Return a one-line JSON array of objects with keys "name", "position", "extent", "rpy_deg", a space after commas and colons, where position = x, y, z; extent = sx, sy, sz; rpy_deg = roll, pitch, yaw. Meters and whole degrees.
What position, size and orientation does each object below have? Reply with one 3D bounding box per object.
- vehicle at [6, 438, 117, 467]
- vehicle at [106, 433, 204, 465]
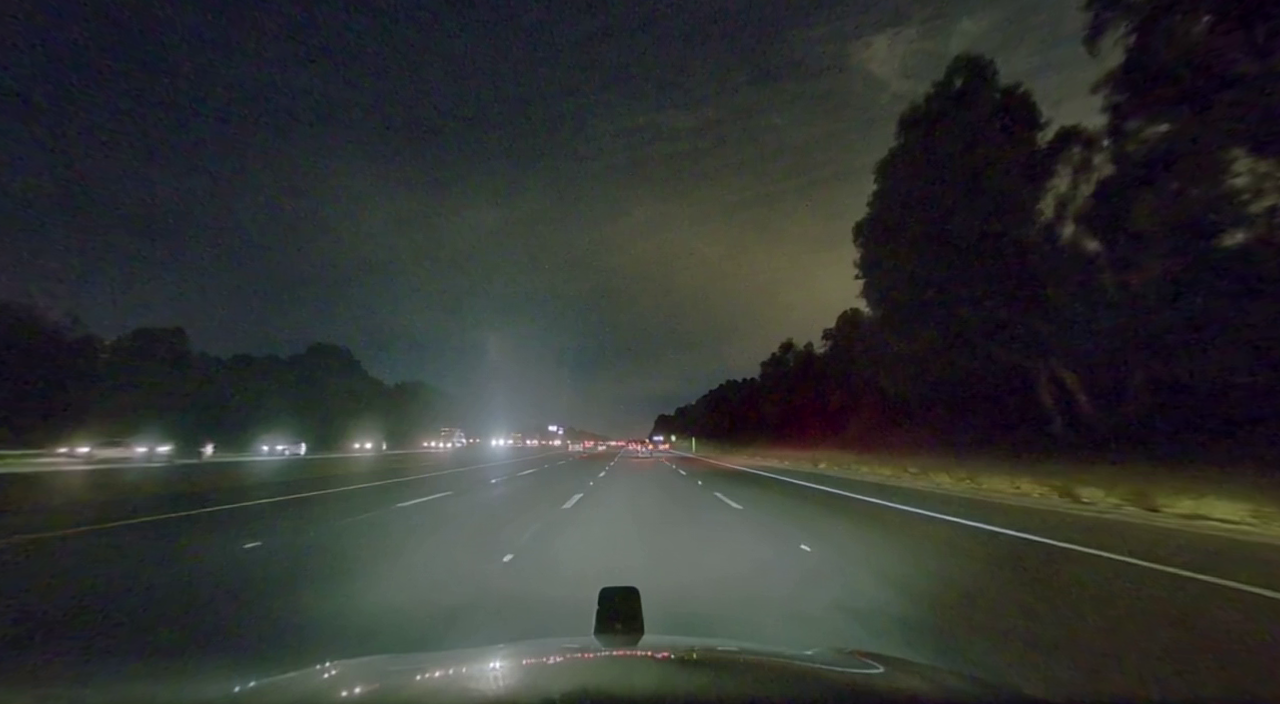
[{"name": "vehicle", "position": [-31.613, 5.491, 34.699], "extent": [1.815, 1.456, 4.508], "rpy_deg": [0, -8, 0]}, {"name": "vehicle", "position": [-27.732, 5.559, 36.311], "extent": [2.011, 1.727, 4.577], "rpy_deg": [0, -8, 0]}]
